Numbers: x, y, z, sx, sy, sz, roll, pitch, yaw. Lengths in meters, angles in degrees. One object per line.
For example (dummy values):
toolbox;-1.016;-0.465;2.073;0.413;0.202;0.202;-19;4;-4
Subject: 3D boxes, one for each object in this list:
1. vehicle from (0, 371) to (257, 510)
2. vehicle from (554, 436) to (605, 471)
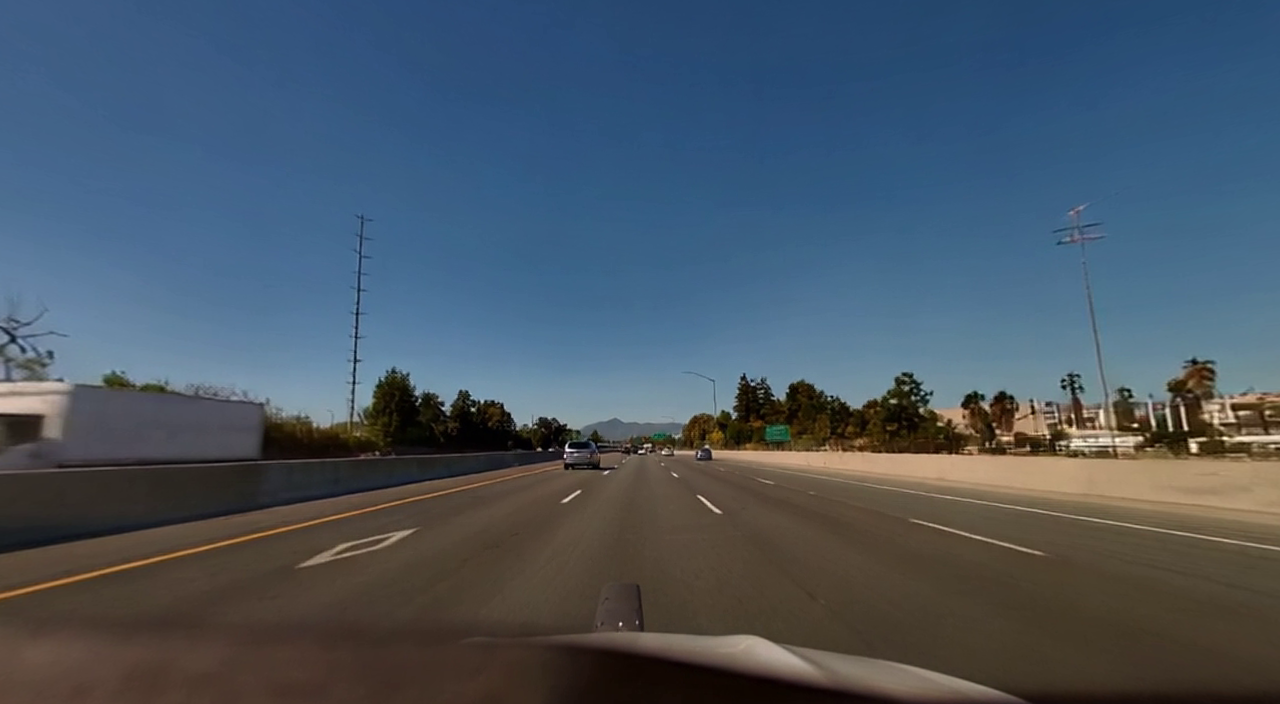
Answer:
vehicle;-19.418;3.318;23.488;3.063;3.922;11.054;0;-9;1
vehicle;-3.592;6.175;38.538;2.431;1.928;5.760;0;-9;1
